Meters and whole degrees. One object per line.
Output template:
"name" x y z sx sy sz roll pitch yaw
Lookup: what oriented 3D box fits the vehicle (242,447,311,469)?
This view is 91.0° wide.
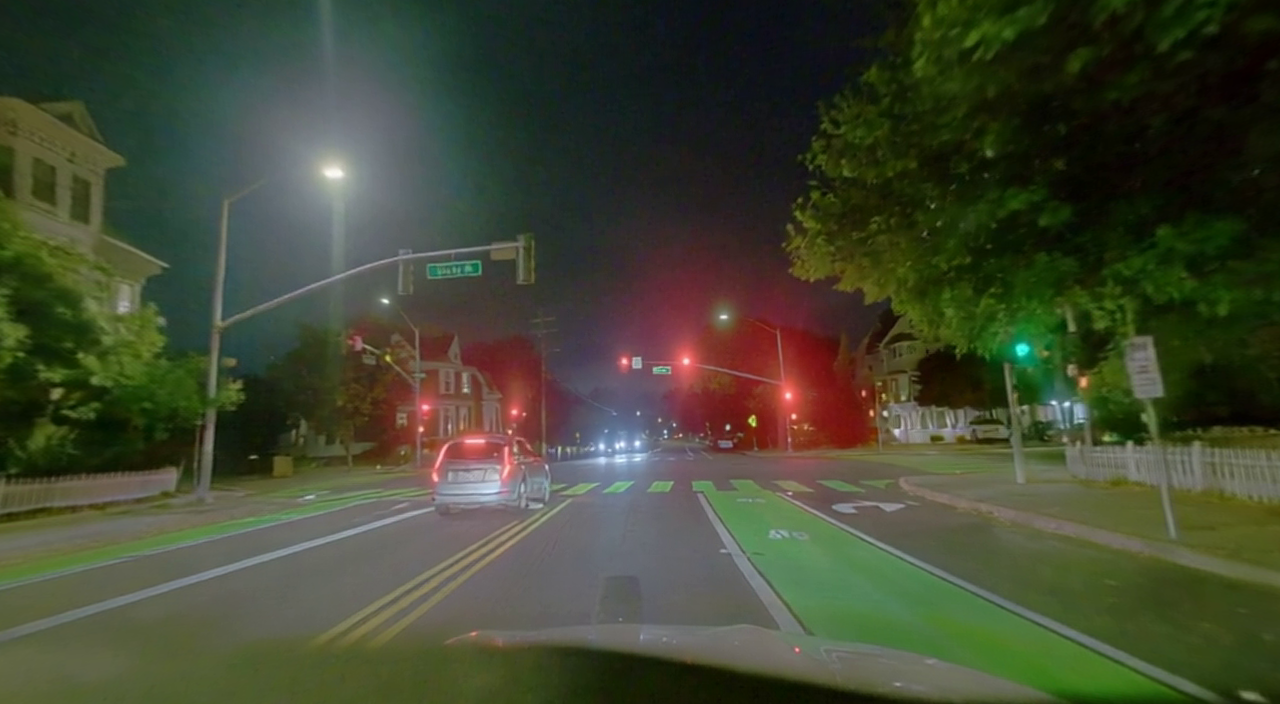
"vehicle" -28.349 8.281 49.313 1.972 1.567 5.009 -1 -8 7

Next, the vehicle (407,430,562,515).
"vehicle" -3.058 2.484 13.556 1.904 1.489 4.746 -1 -8 3

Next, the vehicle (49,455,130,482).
"vehicle" -37.093 7.853 42.449 3.835 1.665 1.826 -1 -9 4

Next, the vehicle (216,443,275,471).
"vehicle" -31.124 8.265 49.746 1.892 1.801 4.120 -5 -7 3

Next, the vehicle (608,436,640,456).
"vehicle" -1.189 7.211 48.444 1.982 1.472 4.103 -1 -8 4

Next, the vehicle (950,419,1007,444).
"vehicle" 24.888 5.906 46.406 1.964 1.759 4.583 -1 -8 5

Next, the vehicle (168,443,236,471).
"vehicle" -34.164 8.192 49.251 1.979 2.043 4.543 -1 -8 1

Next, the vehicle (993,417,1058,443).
"vehicle" 28.031 5.730 45.909 2.033 1.821 4.542 -1 -8 3

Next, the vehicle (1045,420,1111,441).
"vehicle" 31.856 5.780 45.948 1.837 1.396 4.695 -1 -8 6
